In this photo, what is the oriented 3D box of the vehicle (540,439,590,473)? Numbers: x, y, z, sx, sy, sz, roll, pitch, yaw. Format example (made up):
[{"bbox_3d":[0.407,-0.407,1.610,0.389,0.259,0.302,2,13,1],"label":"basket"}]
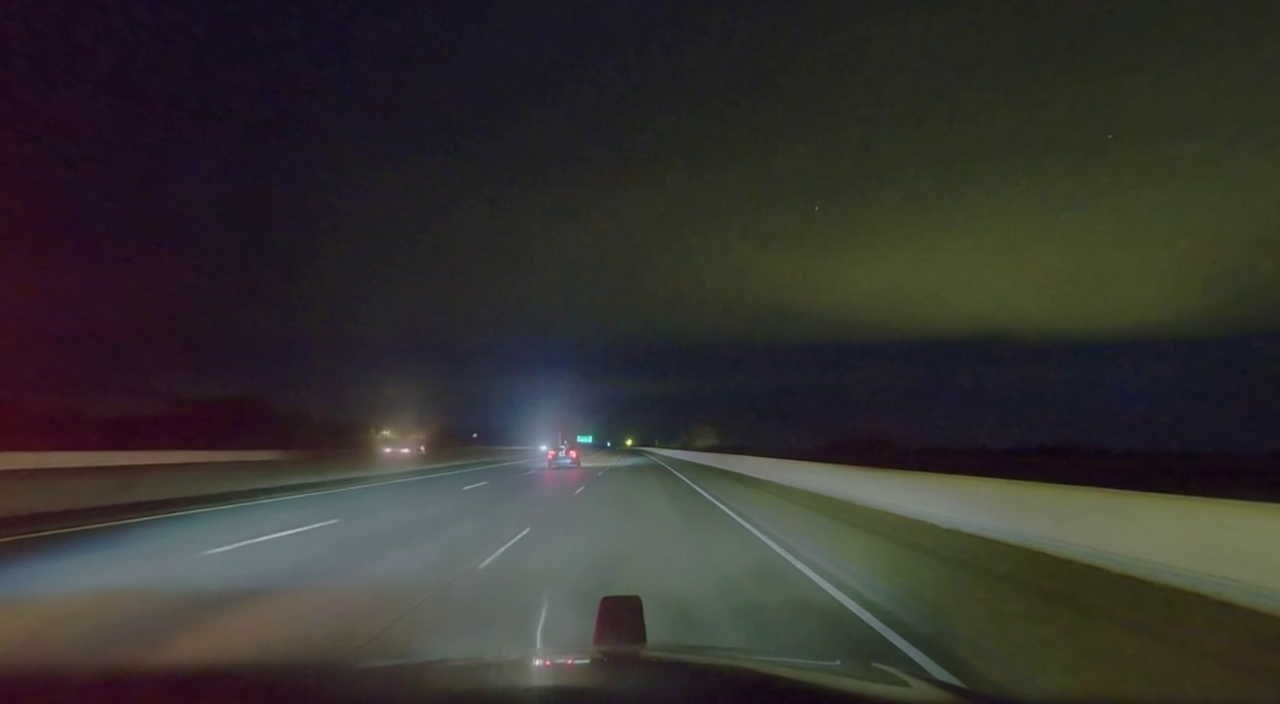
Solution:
[{"bbox_3d":[-3.945,5.562,33.808,2.133,1.683,4.340,0,-9,0],"label":"vehicle"}]

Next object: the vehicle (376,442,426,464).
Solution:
[{"bbox_3d":[-17.839,7.571,47.186,1.935,1.531,4.440,0,-9,1],"label":"vehicle"}]

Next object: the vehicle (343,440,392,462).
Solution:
[{"bbox_3d":[-21.404,7.797,49.614,1.889,1.598,4.423,0,-9,0],"label":"vehicle"}]
